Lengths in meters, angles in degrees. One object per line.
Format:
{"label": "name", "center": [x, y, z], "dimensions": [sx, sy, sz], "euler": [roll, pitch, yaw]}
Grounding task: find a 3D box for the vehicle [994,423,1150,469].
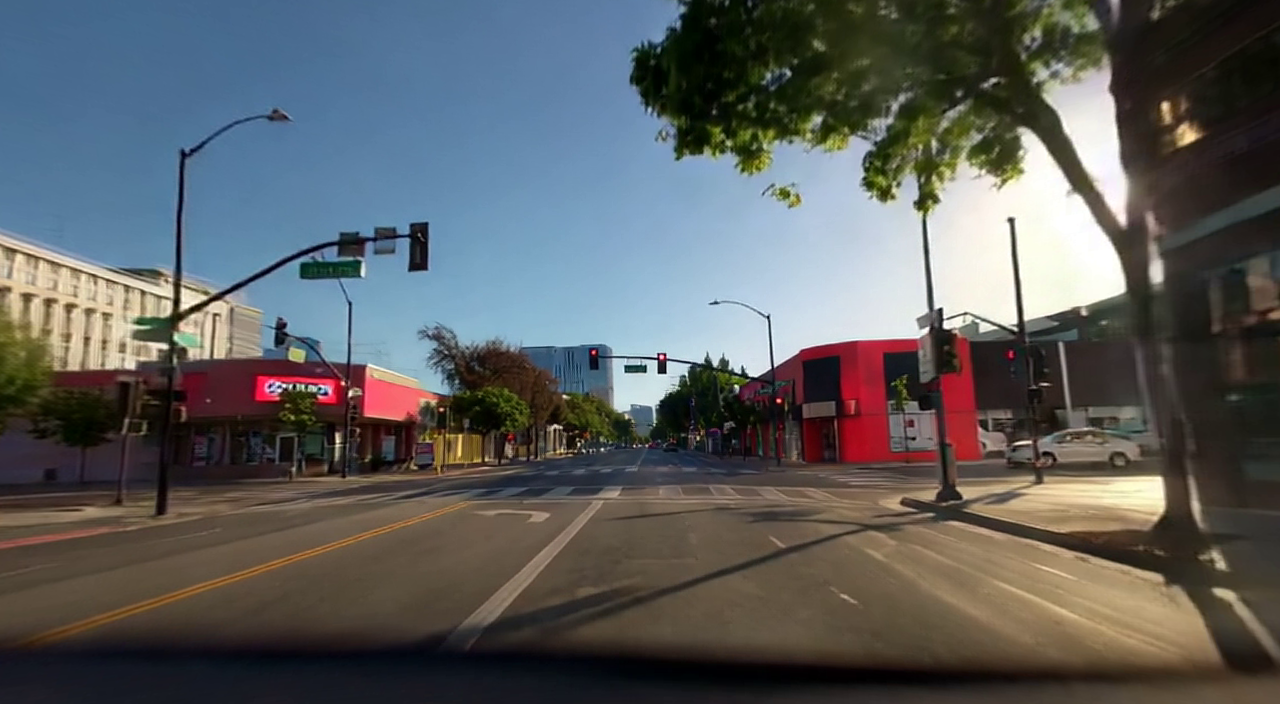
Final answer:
{"label": "vehicle", "center": [17.505, 3.835, 25.750], "dimensions": [4.836, 1.795, 1.957], "euler": [-1, -8, 1]}
